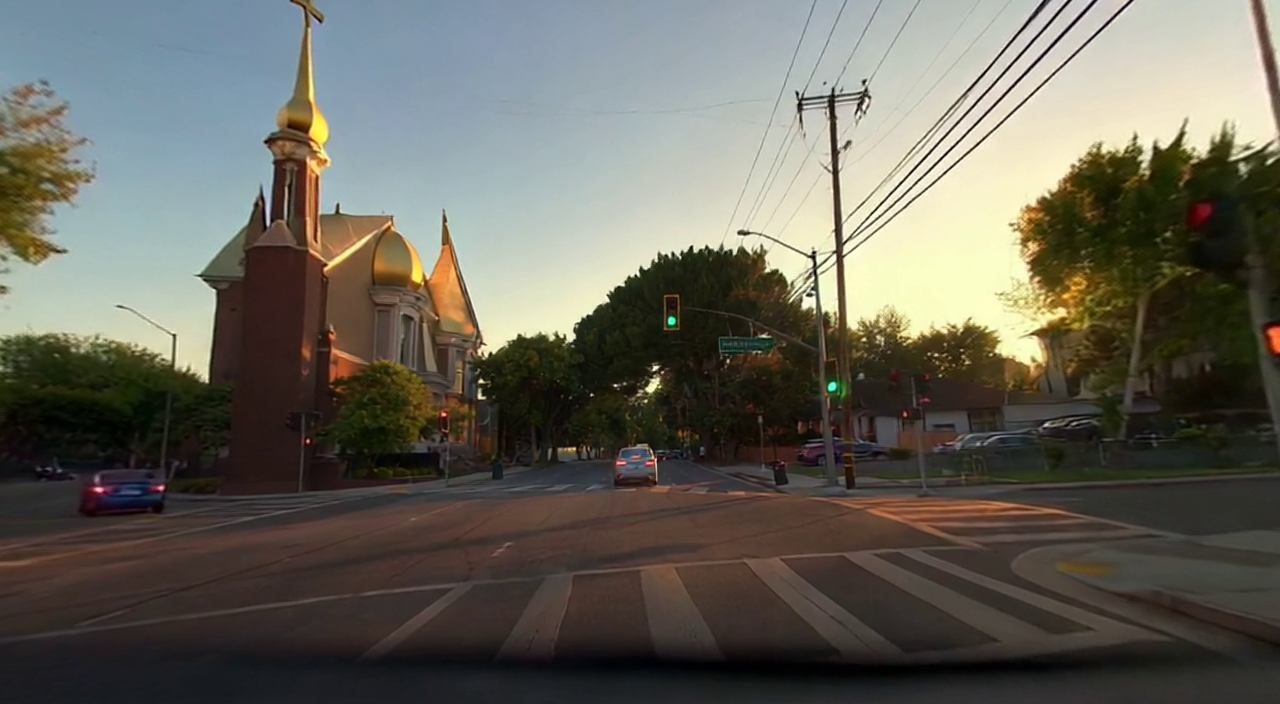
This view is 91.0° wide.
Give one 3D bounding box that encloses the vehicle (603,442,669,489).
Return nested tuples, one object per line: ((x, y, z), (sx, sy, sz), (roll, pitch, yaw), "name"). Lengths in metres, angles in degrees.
((-0.148, 3.907, 22.041), (2.093, 1.497, 4.010), (0, -8, -1), "vehicle")

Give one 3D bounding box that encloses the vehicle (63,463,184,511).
((-18.861, 4.862, 22.989), (3.578, 1.488, 1.930), (-4, -9, 25), "vehicle")
